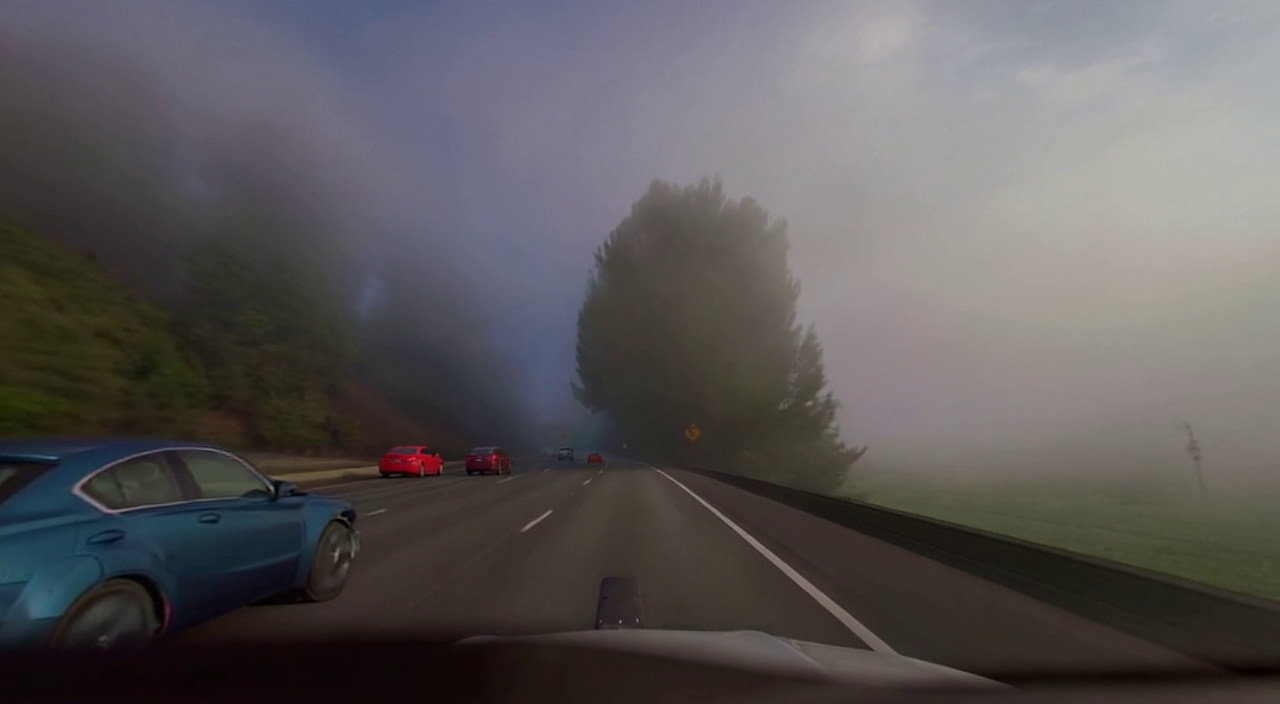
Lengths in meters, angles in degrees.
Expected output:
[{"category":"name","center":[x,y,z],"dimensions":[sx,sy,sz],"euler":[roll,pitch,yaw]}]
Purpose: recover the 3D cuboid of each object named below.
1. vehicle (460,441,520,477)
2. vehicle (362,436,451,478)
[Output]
[{"category":"vehicle","center":[-7.599,5.476,32.365],"dimensions":[2.060,1.680,4.255],"euler":[0,-9,-1]},{"category":"vehicle","center":[-11.697,5.306,32.072],"dimensions":[2.425,1.926,5.584],"euler":[0,-9,-1]}]
